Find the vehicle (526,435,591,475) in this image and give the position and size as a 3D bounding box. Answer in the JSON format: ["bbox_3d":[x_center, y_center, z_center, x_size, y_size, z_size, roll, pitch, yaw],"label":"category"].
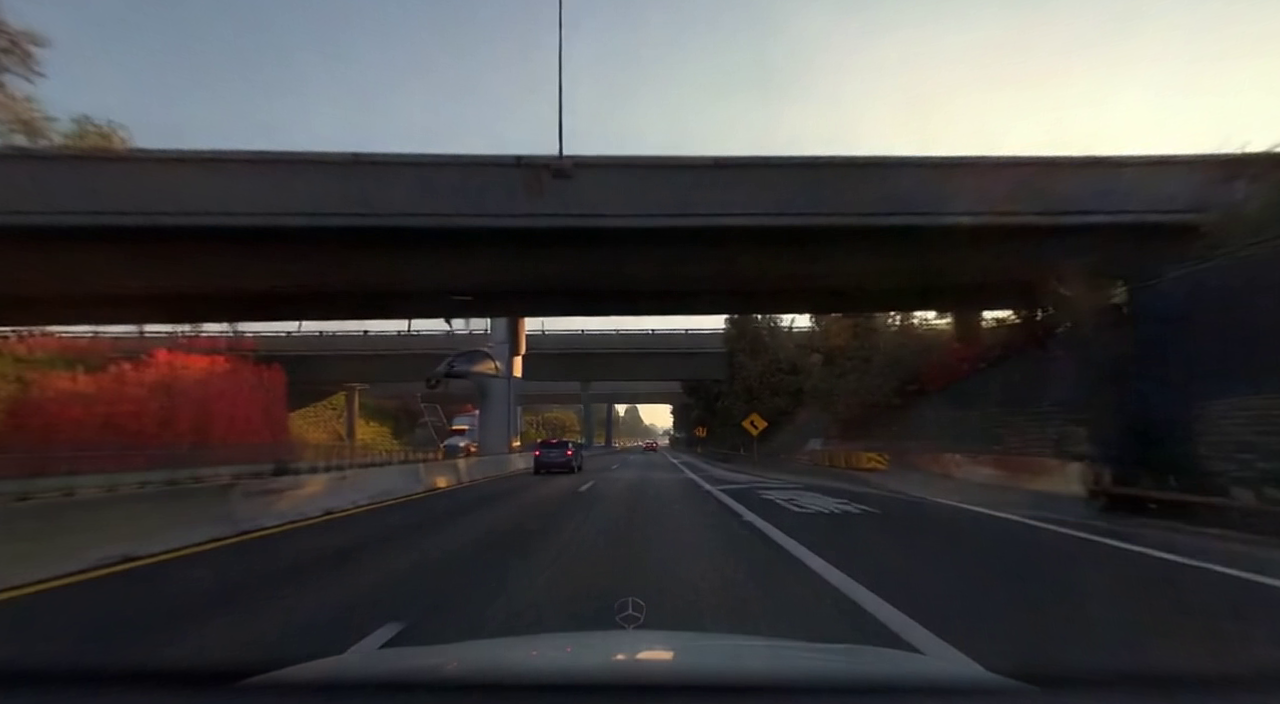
[{"bbox_3d":[-3.326,4.312,26.529,2.051,1.531,4.250,0,-8,2],"label":"vehicle"}]
